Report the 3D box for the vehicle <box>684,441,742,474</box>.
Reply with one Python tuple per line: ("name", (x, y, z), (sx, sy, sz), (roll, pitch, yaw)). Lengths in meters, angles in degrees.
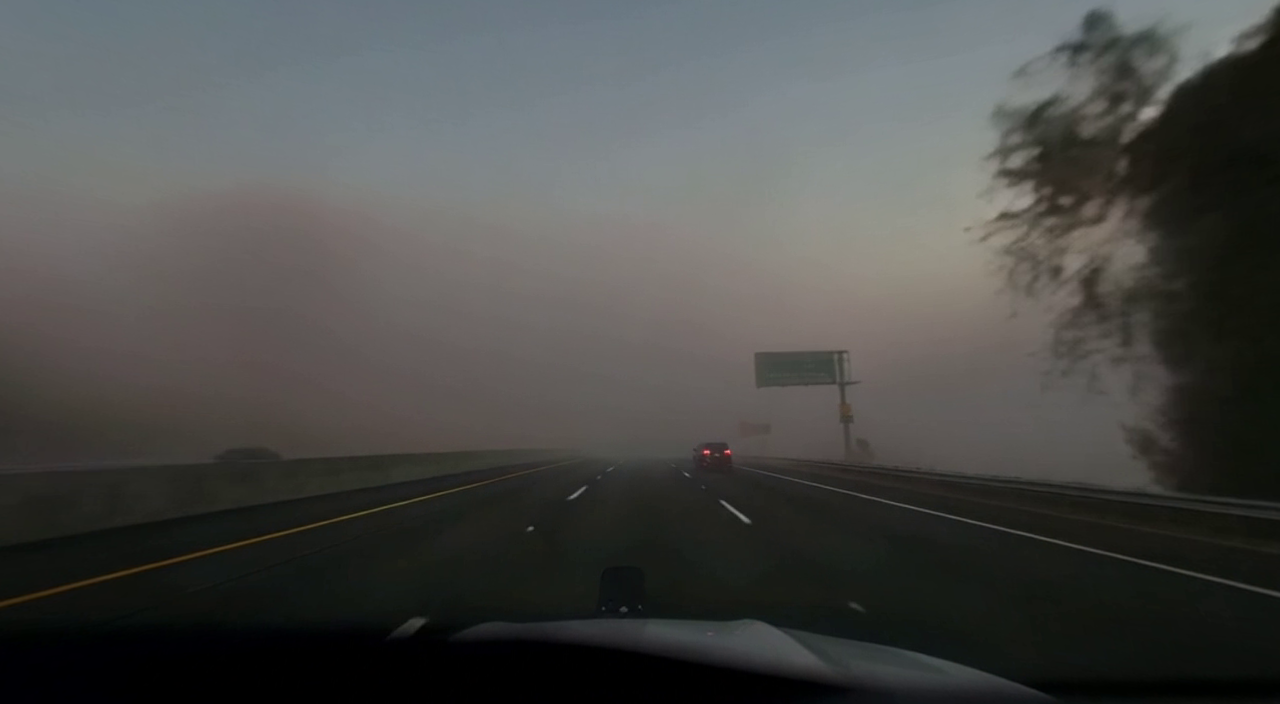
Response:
("vehicle", (3.470, 5.136, 30.937), (2.193, 1.462, 4.533), (0, -8, -1))
